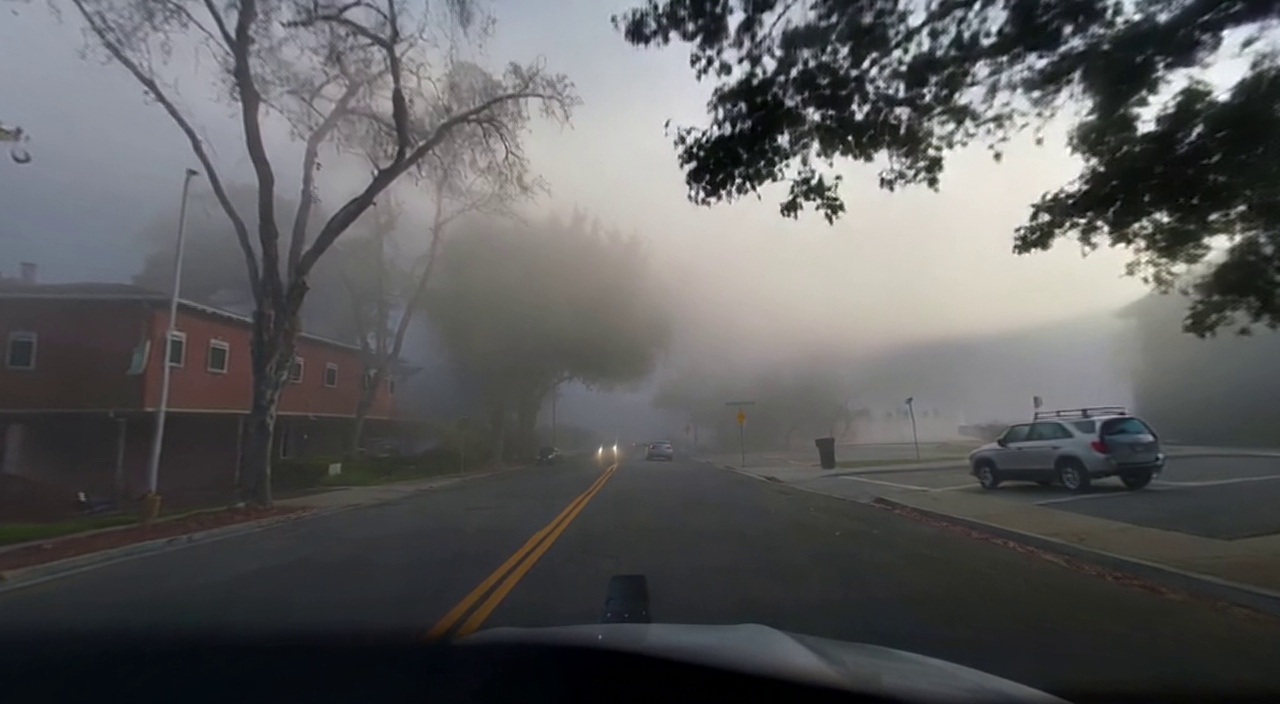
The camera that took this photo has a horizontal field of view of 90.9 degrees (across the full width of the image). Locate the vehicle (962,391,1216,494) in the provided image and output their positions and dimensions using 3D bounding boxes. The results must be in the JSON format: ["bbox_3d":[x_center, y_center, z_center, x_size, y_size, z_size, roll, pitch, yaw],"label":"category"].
[{"bbox_3d":[9.304,2.054,13.748,2.018,1.840,4.662,1,-10,0],"label":"vehicle"}]

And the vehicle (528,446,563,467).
[{"bbox_3d":[-7.021,7.789,47.166,1.930,1.463,4.195,0,-9,0],"label":"vehicle"}]
